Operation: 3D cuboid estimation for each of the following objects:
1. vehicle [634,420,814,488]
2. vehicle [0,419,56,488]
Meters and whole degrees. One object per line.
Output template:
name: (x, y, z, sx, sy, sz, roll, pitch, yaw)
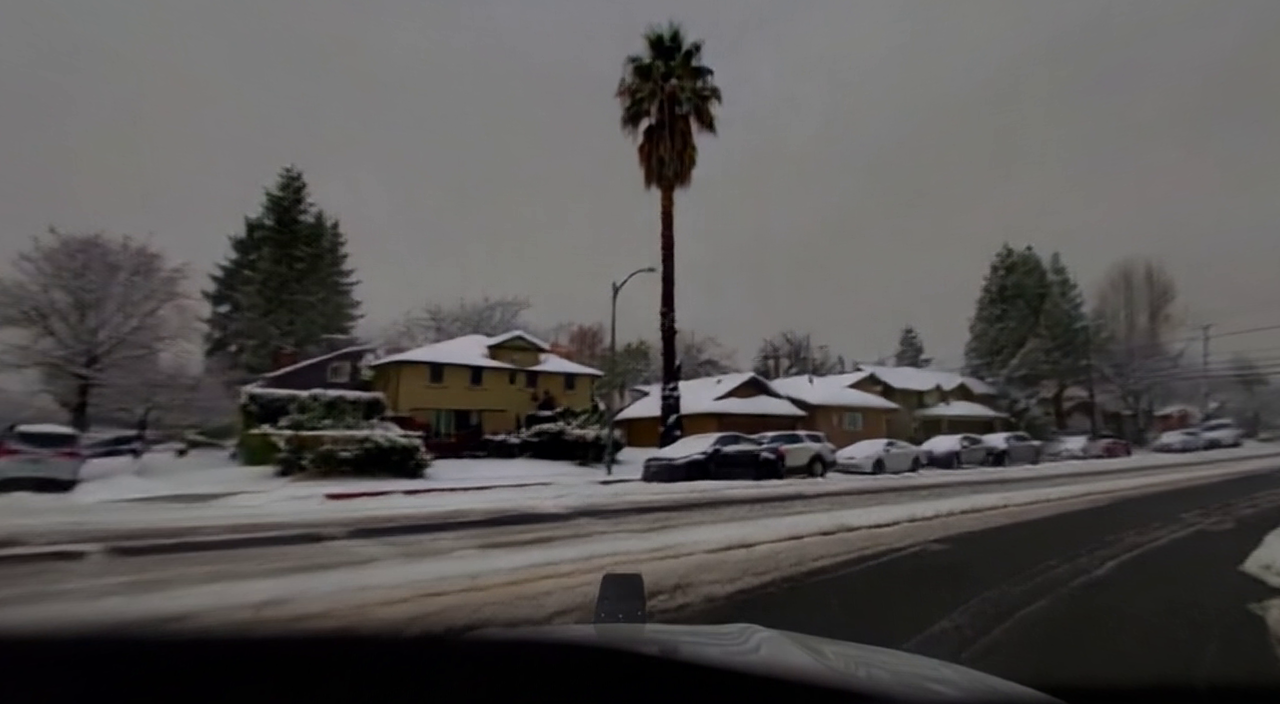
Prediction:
vehicle: (2.401, 2.995, 18.722, 4.866, 1.752, 1.998, -6, -11, 34)
vehicle: (-20.725, 3.281, 20.510, 2.154, 2.035, 4.261, 7, -11, -38)
